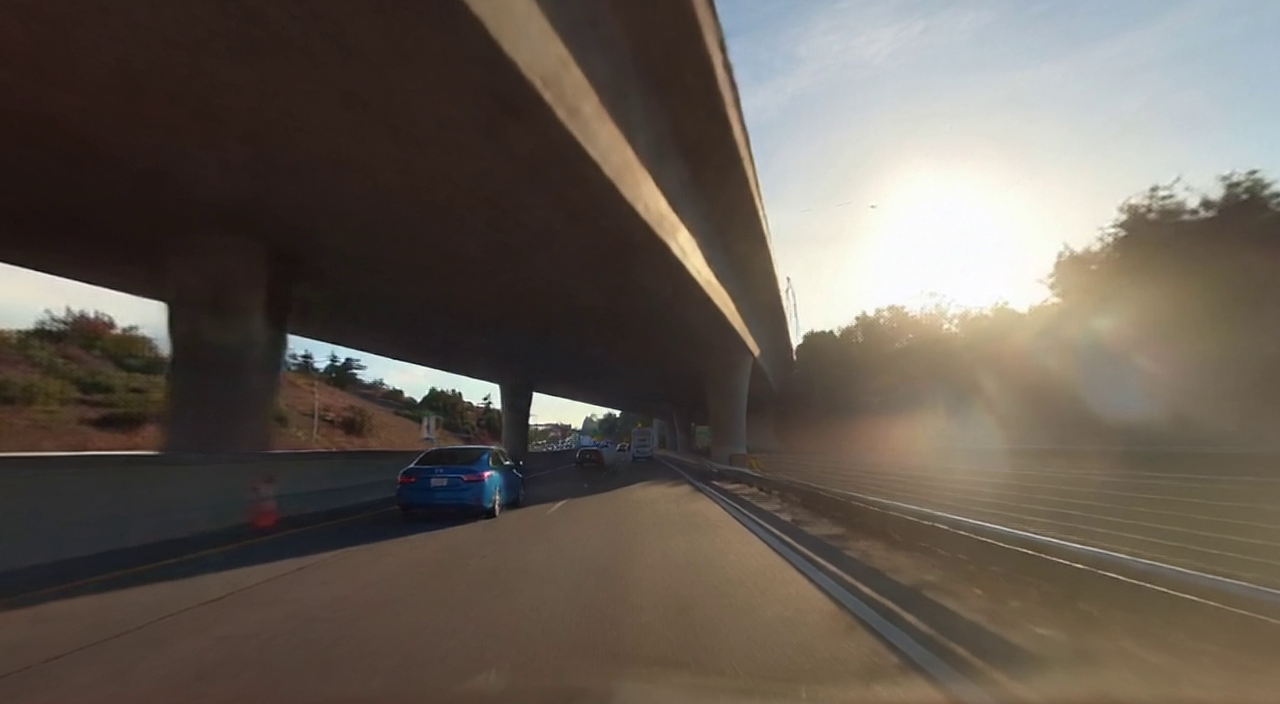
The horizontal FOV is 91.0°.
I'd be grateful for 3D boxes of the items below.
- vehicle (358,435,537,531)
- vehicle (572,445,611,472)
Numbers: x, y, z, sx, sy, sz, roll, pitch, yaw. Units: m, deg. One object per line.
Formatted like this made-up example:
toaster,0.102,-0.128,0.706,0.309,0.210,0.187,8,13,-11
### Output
vehicle,-3.448,2.443,12.383,2.012,1.510,4.672,0,-9,0
vehicle,-2.808,6.243,37.100,1.965,1.459,4.145,0,-9,0
